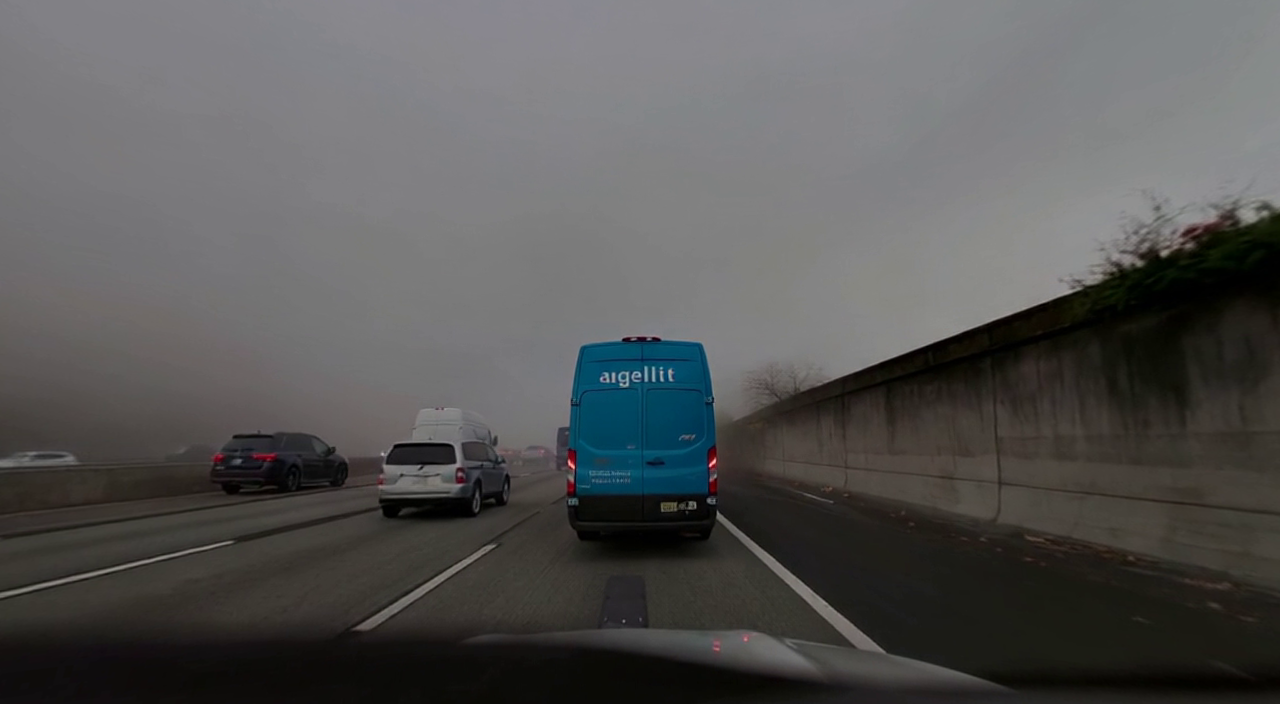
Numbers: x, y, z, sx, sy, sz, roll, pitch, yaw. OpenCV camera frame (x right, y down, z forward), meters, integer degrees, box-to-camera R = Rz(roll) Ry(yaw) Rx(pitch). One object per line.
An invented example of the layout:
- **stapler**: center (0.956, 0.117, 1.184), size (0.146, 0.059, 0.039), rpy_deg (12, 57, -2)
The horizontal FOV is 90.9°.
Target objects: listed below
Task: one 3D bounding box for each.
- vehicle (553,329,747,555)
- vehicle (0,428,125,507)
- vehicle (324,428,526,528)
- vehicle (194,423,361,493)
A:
- **vehicle**: center (0.158, 1.544, 10.910), size (2.316, 2.738, 6.398), rpy_deg (0, -9, 1)
- **vehicle**: center (-14.428, 2.580, 14.246), size (1.812, 1.642, 4.323), rpy_deg (0, -9, 1)
- **vehicle**: center (-3.819, 2.331, 12.303), size (2.212, 1.551, 4.658), rpy_deg (0, -8, 1)
- **vehicle**: center (-10.812, 3.212, 19.383), size (2.061, 1.846, 4.852), rpy_deg (0, -8, 3)
